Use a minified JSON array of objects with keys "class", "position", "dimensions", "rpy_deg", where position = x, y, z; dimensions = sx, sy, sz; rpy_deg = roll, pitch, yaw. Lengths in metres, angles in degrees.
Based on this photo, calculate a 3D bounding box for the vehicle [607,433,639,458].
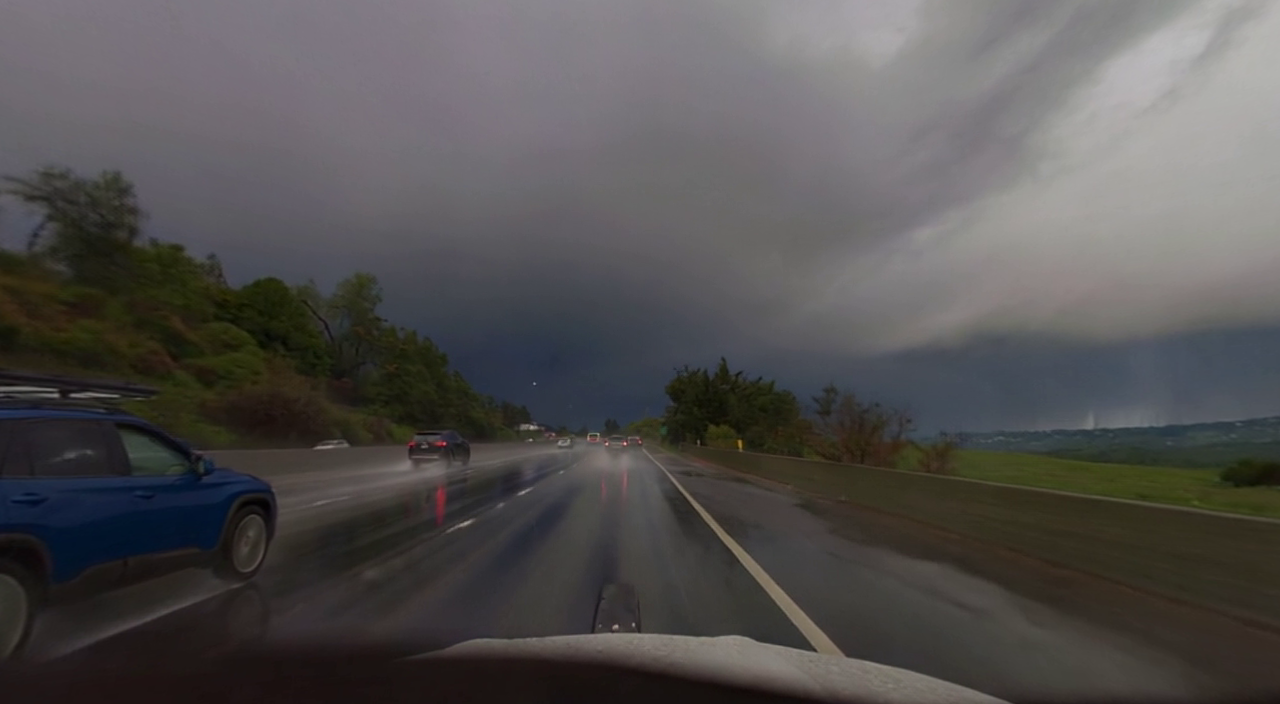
[{"class":"vehicle","position":[-1.193,6.628,44.901],"dimensions":[2.178,1.658,3.916],"rpy_deg":[0,-8,-1]}]

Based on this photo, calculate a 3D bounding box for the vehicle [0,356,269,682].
[{"class":"vehicle","position":[-4.507,0.924,3.549],"dimensions":[2.069,1.748,4.652],"rpy_deg":[0,-8,-1]}]

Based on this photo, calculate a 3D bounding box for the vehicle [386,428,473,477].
[{"class":"vehicle","position":[-8.226,3.940,25.047],"dimensions":[1.964,1.745,4.338],"rpy_deg":[0,-8,0]}]

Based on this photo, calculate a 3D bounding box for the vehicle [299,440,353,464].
[{"class":"vehicle","position":[-21.239,6.783,42.805],"dimensions":[1.729,1.483,3.790],"rpy_deg":[0,-7,0]}]
